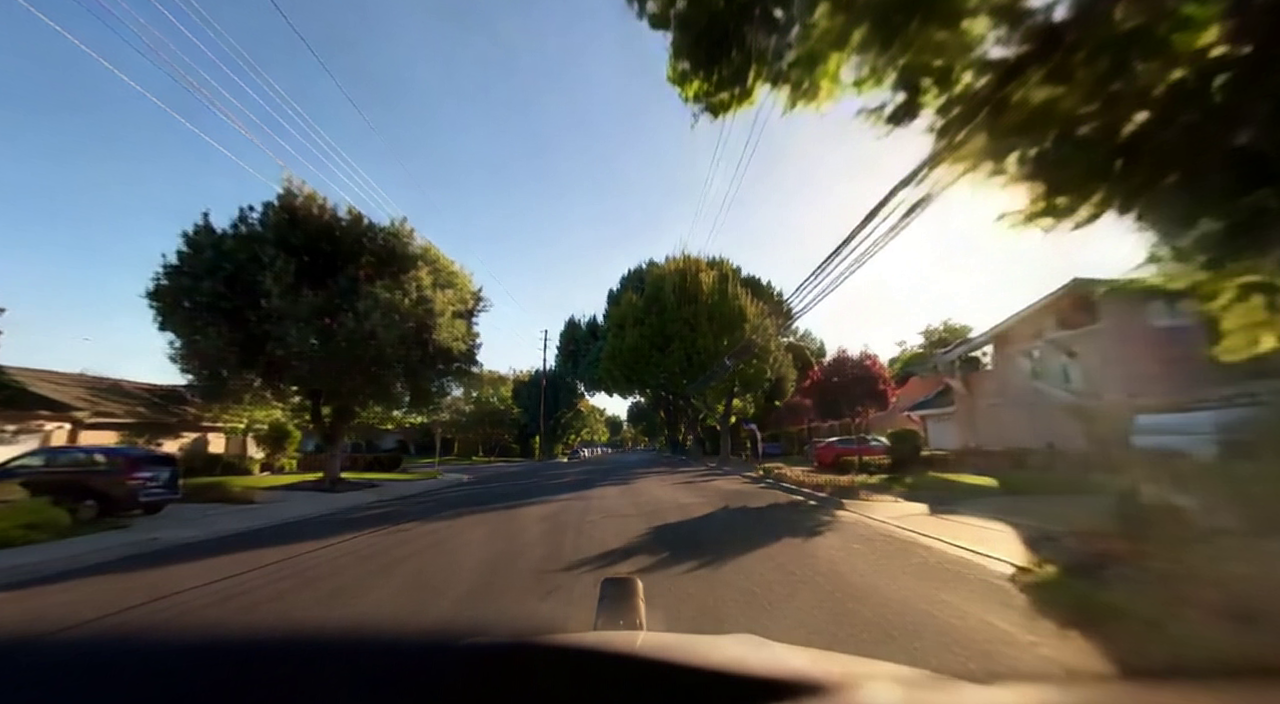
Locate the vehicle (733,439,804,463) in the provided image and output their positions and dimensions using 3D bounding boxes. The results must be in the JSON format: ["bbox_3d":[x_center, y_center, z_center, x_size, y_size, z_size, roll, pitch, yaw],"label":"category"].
[{"bbox_3d":[9.599,7.385,47.419,4.846,1.577,2.146,-2,-8,0],"label":"vehicle"}]

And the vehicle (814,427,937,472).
[{"bbox_3d":[10.409,4.340,28.298,4.686,1.786,2.019,-3,-8,6],"label":"vehicle"}]

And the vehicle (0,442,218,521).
[{"bbox_3d":[-12.574,2.799,14.070,4.893,1.567,2.105,0,-8,4],"label":"vehicle"}]

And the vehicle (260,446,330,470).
[{"bbox_3d":[-27.088,8.315,49.647,4.360,1.582,1.920,-2,-8,-2],"label":"vehicle"}]
